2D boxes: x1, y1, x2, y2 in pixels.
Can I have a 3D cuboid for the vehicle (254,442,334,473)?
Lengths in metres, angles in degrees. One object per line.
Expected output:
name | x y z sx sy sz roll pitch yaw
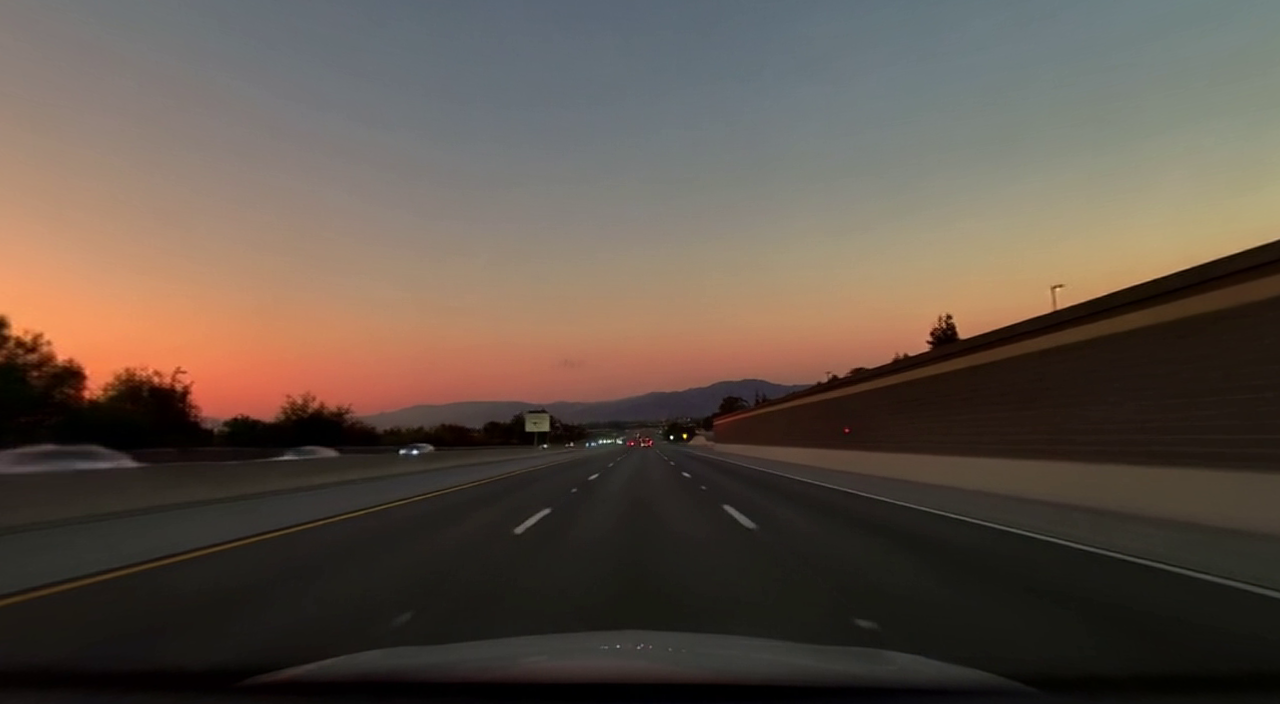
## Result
vehicle | -19.635 5.983 36.018 1.936 1.604 4.556 0 -8 0
